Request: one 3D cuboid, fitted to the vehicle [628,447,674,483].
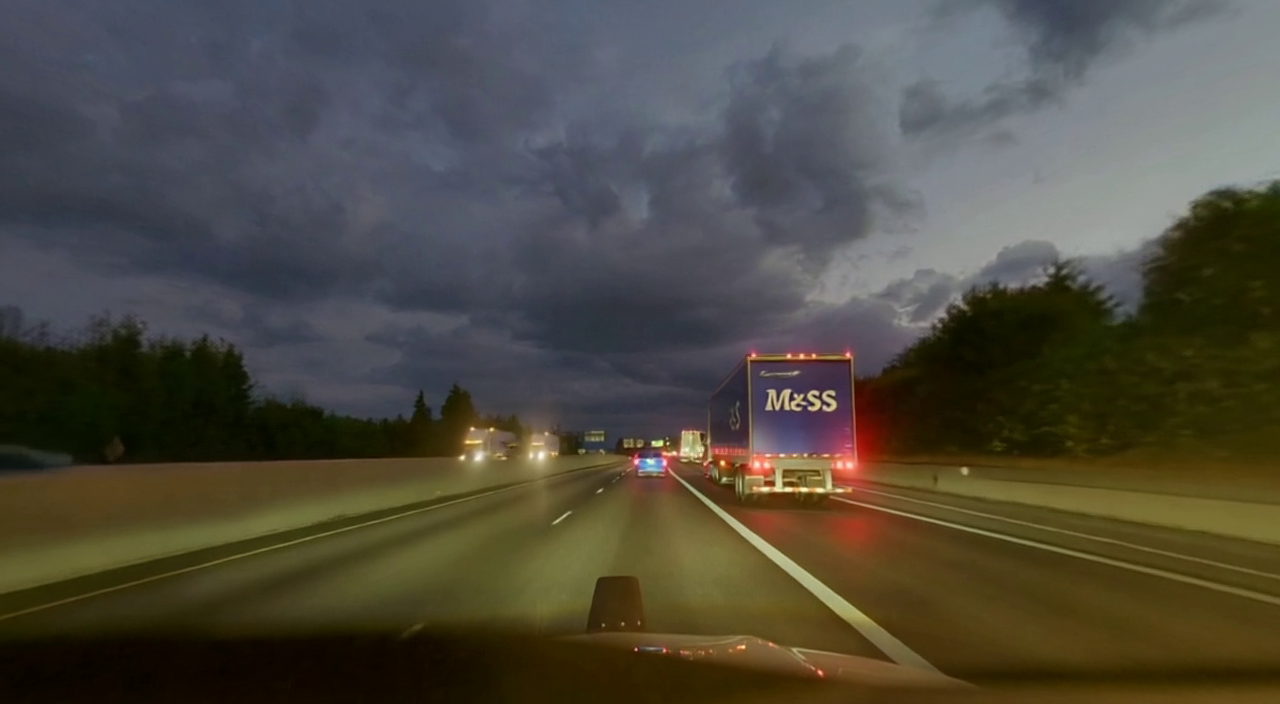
[{"bbox_3d":[0.533,5.490,30.939,2.121,1.642,3.828,0,-9,1],"label":"vehicle"}]

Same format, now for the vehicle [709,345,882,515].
[{"bbox_3d":[4.533,2.925,22.434,3.002,4.104,14.174,0,-9,2],"label":"vehicle"}]
